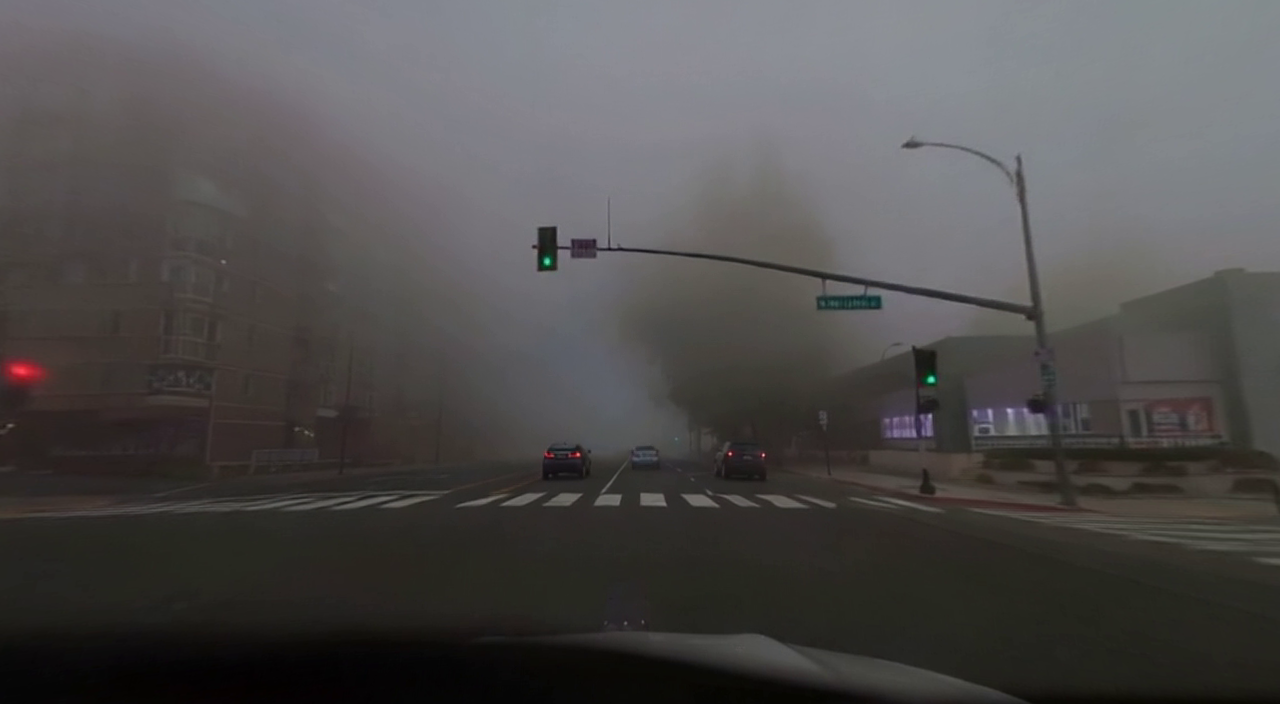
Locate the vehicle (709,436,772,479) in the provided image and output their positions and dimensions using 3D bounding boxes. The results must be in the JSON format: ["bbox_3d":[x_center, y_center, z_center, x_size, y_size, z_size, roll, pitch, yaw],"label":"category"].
[{"bbox_3d":[4.100,4.395,26.387,1.987,1.637,3.896,0,-9,0],"label":"vehicle"}]

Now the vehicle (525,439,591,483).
[{"bbox_3d":[-3.014,4.110,23.977,1.860,1.510,4.073,0,-9,1],"label":"vehicle"}]

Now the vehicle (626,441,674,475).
[{"bbox_3d":[0.419,4.891,29.346,2.103,1.468,4.094,0,-9,0],"label":"vehicle"}]
